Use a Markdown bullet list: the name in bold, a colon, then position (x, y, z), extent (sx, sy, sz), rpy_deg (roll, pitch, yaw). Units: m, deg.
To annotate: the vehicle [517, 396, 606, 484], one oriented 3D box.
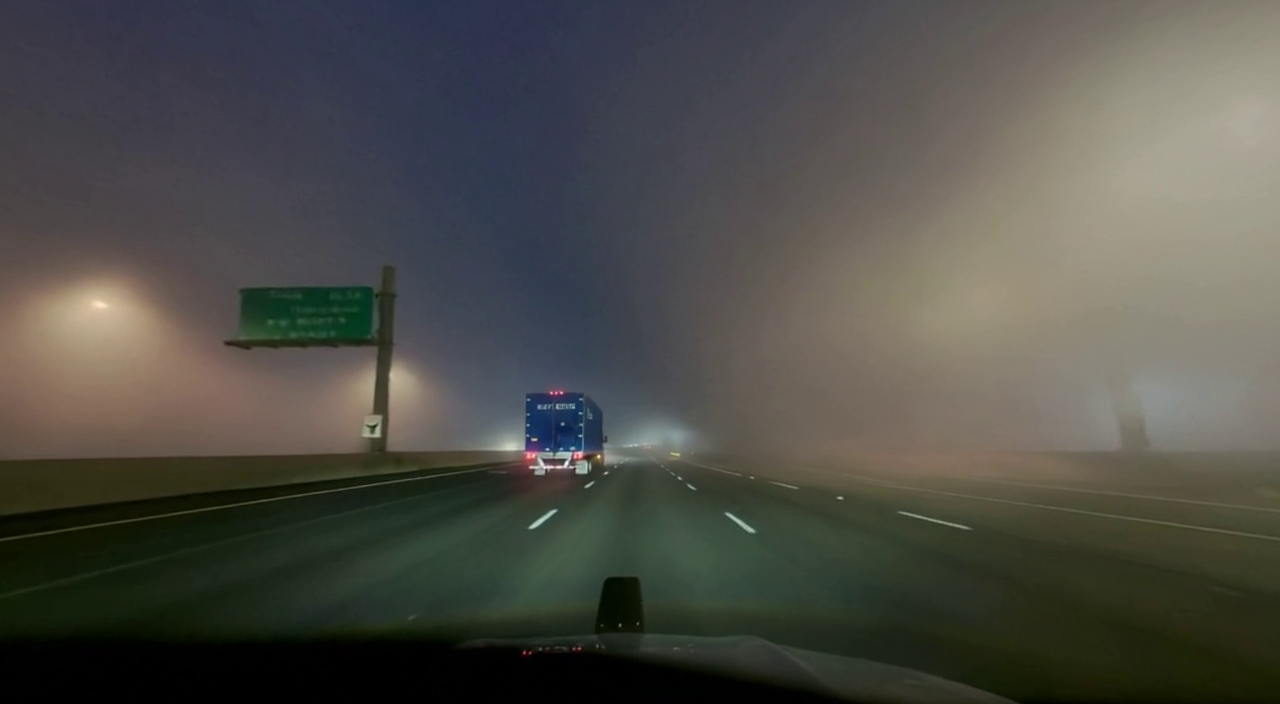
- **vehicle**: position (-3.319, 4.099, 28.966), extent (2.922, 3.458, 8.360), rpy_deg (0, -9, 1)
